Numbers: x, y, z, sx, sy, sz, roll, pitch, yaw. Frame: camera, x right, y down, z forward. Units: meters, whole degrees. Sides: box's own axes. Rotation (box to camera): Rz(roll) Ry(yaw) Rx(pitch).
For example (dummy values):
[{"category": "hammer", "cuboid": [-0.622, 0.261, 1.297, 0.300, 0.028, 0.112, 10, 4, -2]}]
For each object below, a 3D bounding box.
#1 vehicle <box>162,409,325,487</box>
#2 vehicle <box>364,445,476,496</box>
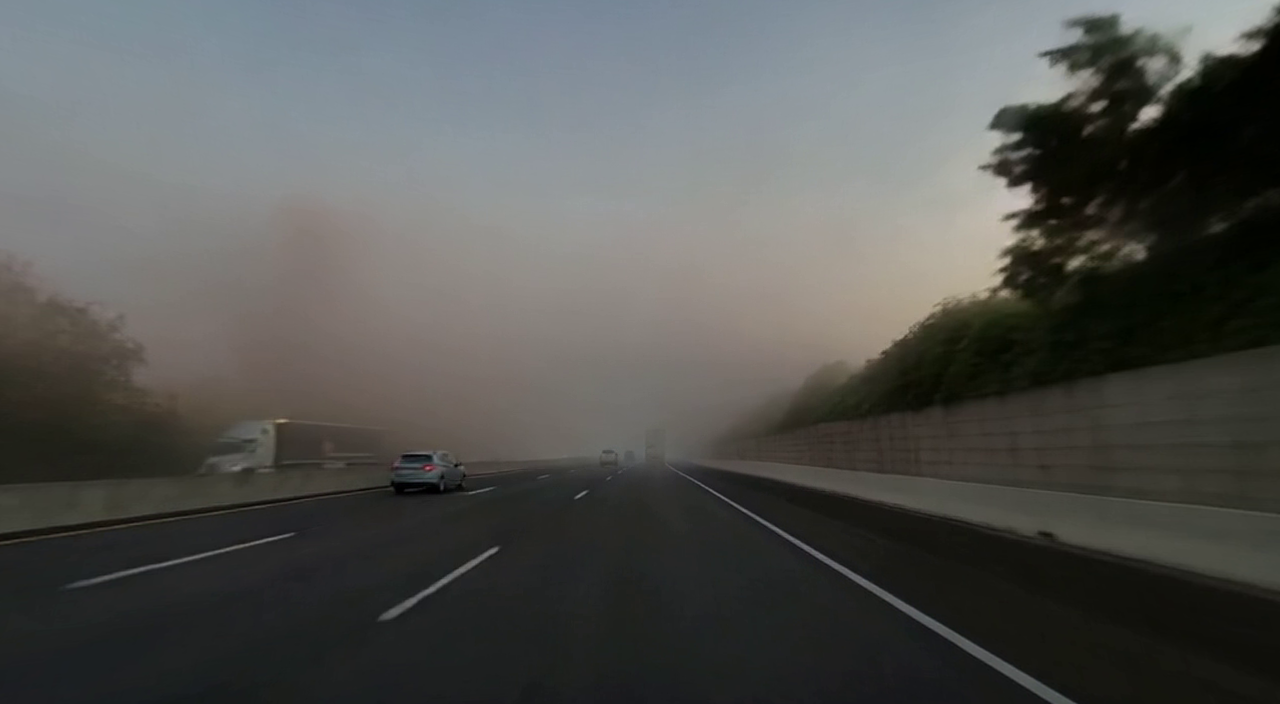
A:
[{"category": "vehicle", "cuboid": [-22.860, 5.697, 37.382, 2.991, 3.954, 10.063, 0, -9, 1]}, {"category": "vehicle", "cuboid": [-7.195, 3.910, 21.163, 2.031, 1.521, 4.503, 0, -9, 1]}]
